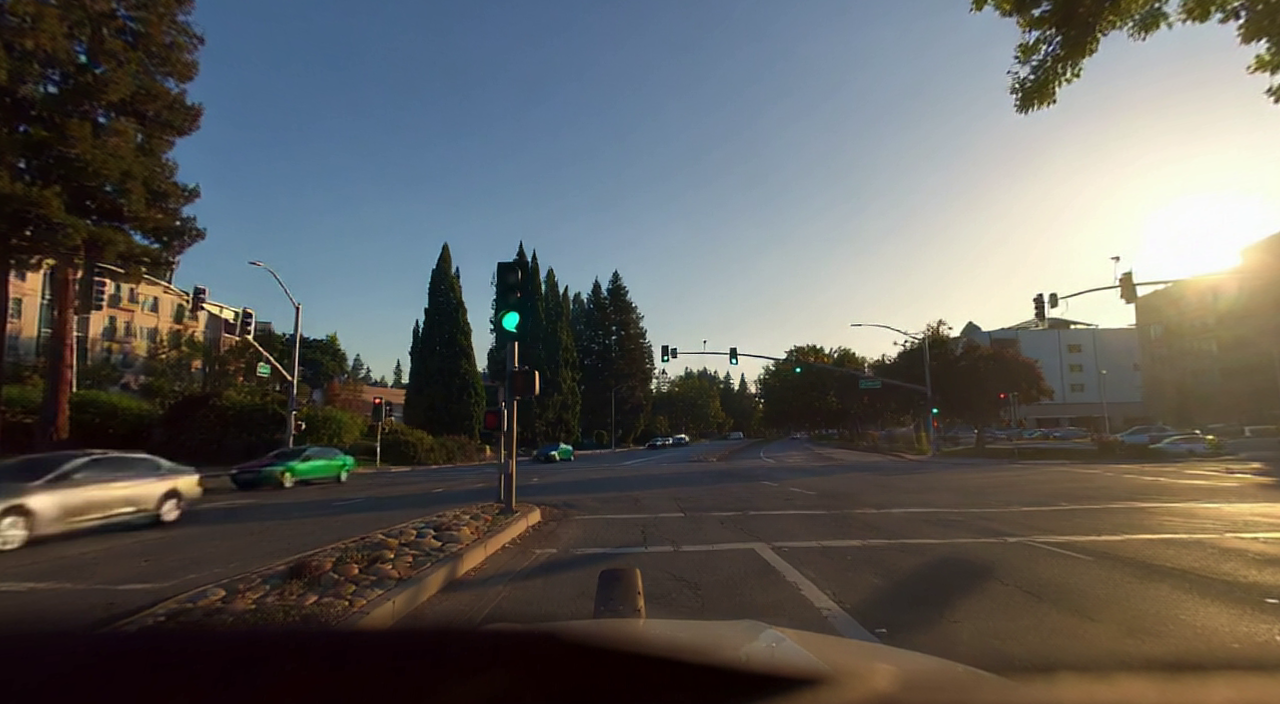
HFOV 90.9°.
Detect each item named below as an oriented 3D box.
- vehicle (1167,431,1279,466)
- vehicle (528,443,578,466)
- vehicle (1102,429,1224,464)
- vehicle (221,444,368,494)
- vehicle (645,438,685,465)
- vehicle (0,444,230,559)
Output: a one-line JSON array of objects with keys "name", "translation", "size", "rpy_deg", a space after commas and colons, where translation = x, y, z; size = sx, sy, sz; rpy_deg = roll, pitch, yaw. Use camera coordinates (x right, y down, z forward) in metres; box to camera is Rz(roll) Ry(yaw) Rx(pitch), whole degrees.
[{"name": "vehicle", "translation": [26.304, 4.242, 27.879], "size": [4.644, 1.470, 1.922], "rpy_deg": [1, -8, -10]}, {"name": "vehicle", "translation": [-5.769, 6.859, 42.448], "size": [2.002, 1.483, 4.696], "rpy_deg": [-2, -8, 9]}, {"name": "vehicle", "translation": [25.934, 4.685, 31.358], "size": [4.441, 1.674, 2.035], "rpy_deg": [1, -8, -8]}, {"name": "vehicle", "translation": [-11.782, 3.975, 22.002], "size": [2.046, 1.515, 4.852], "rpy_deg": [-1, -8, 5]}, {"name": "vehicle", "translation": [1.755, 6.777, 43.255], "size": [2.197, 1.739, 4.177], "rpy_deg": [-2, -8, 10]}, {"name": "vehicle", "translation": [-8.985, 2.245, 10.261], "size": [1.877, 1.481, 3.853], "rpy_deg": [-1, -8, 3]}]
